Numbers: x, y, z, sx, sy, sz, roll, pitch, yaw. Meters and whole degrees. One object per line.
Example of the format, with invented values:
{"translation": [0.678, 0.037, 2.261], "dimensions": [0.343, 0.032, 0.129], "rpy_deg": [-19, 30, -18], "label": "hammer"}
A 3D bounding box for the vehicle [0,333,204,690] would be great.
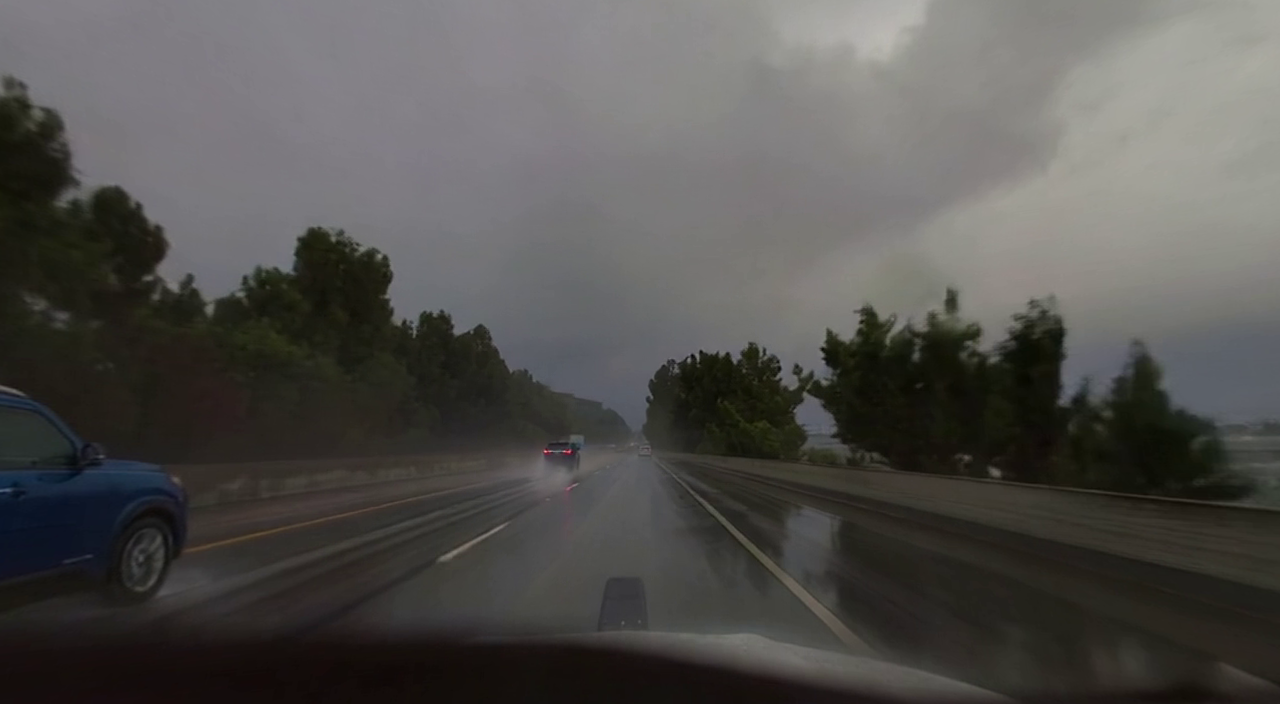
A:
{"translation": [-4.575, 0.752, 2.632], "dimensions": [2.102, 1.941, 4.703], "rpy_deg": [0, -9, 0], "label": "vehicle"}

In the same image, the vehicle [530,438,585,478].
{"translation": [-4.008, 5.205, 31.222], "dimensions": [2.056, 1.811, 4.202], "rpy_deg": [0, -9, 1], "label": "vehicle"}
